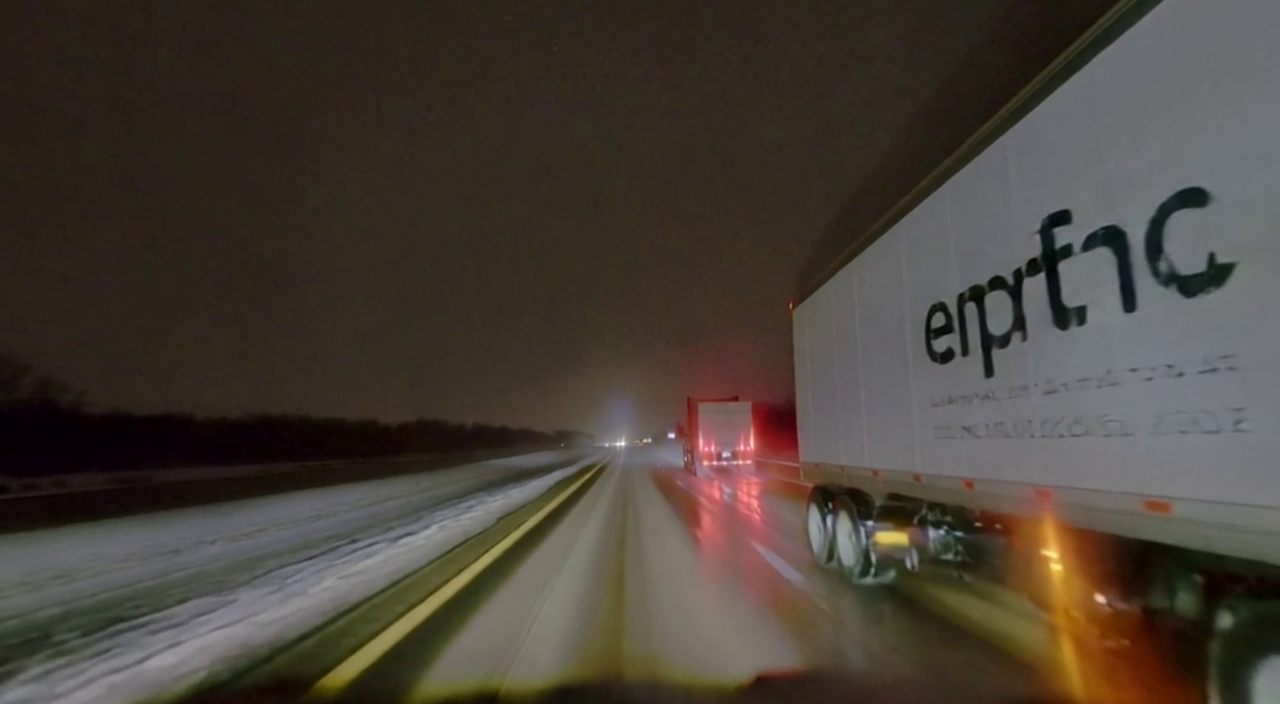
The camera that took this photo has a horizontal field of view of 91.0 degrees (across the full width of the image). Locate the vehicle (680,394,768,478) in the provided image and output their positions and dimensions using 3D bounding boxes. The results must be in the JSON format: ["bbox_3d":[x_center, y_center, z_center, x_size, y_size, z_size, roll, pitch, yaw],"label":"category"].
[{"bbox_3d":[3.482,3.744,28.018,2.702,3.193,7.196,0,-8,-1],"label":"vehicle"}]
